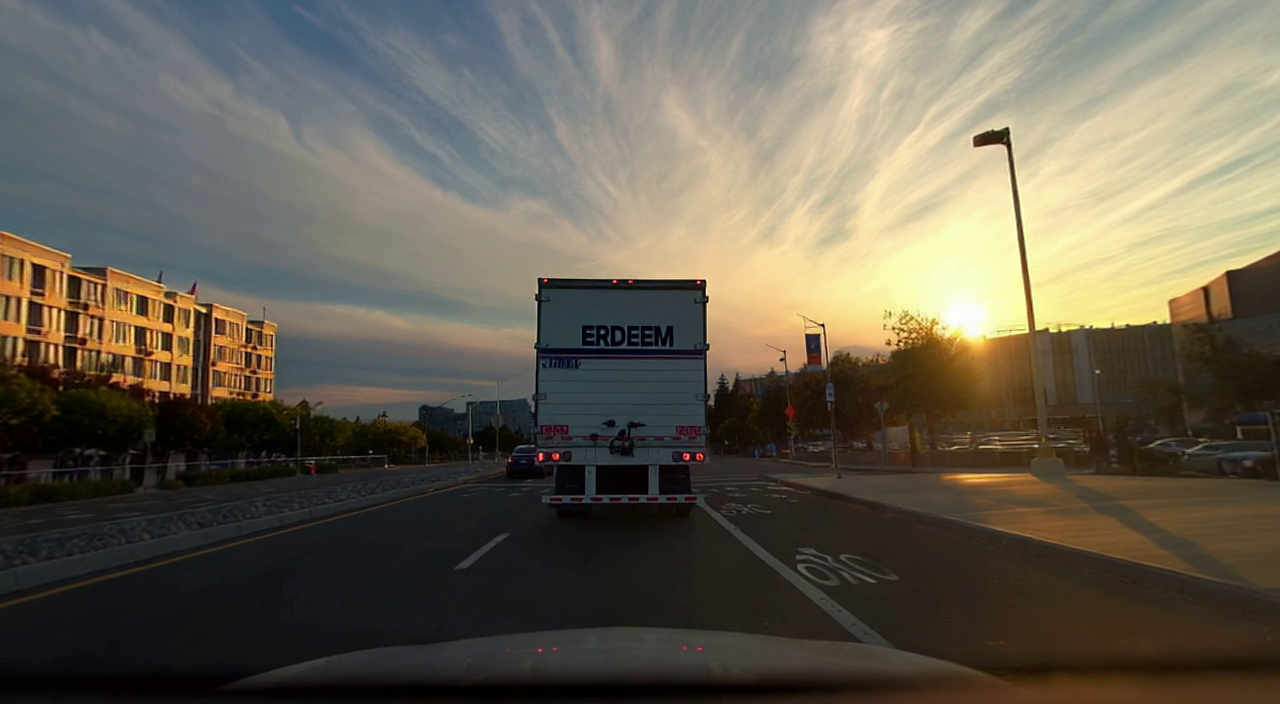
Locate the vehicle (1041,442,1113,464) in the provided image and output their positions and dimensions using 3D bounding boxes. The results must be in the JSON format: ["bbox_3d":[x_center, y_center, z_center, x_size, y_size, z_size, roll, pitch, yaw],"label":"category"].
[{"bbox_3d":[31.356,7.219,45.186,1.652,1.423,3.797,5,-9,-35],"label":"vehicle"}]

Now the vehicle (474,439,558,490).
[{"bbox_3d":[-3.926,3.606,20.547,1.957,1.462,3.878,0,-8,0],"label":"vehicle"}]

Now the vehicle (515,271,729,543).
[{"bbox_3d":[-0.174,1.334,13.310,2.876,3.724,9.351,0,-8,1],"label":"vehicle"}]
